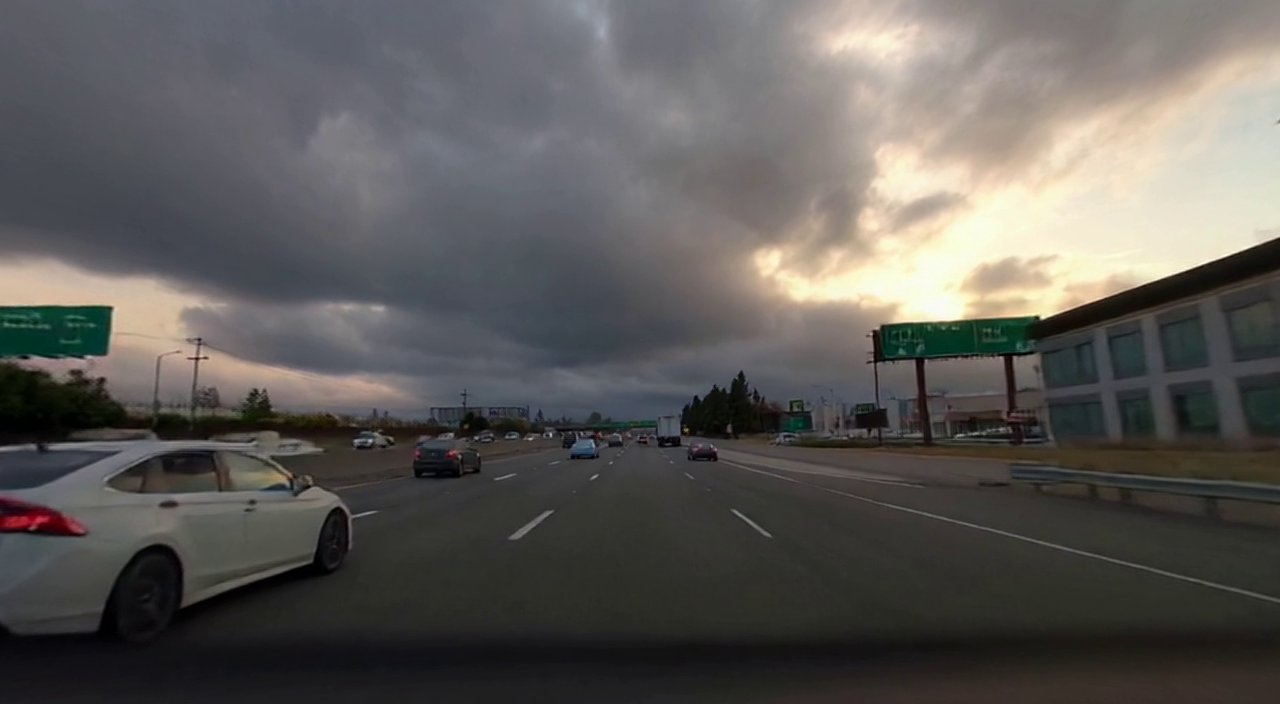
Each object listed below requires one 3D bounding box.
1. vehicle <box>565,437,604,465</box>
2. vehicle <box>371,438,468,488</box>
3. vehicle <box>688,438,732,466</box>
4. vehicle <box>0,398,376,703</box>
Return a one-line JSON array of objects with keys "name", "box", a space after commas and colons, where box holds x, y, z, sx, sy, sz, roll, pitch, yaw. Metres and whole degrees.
[{"name": "vehicle", "box": [-3.334, 6.042, 38.566, 2.001, 1.577, 4.055, 0, -9, 1]}, {"name": "vehicle", "box": [-7.248, 3.687, 21.125, 1.865, 1.518, 3.620, 0, -9, 1]}, {"name": "vehicle", "box": [4.143, 6.008, 37.958, 2.135, 1.532, 4.506, 1, -9, 0]}, {"name": "vehicle", "box": [-3.780, 1.198, 4.315, 2.008, 1.504, 4.264, 0, -9, 1]}]
